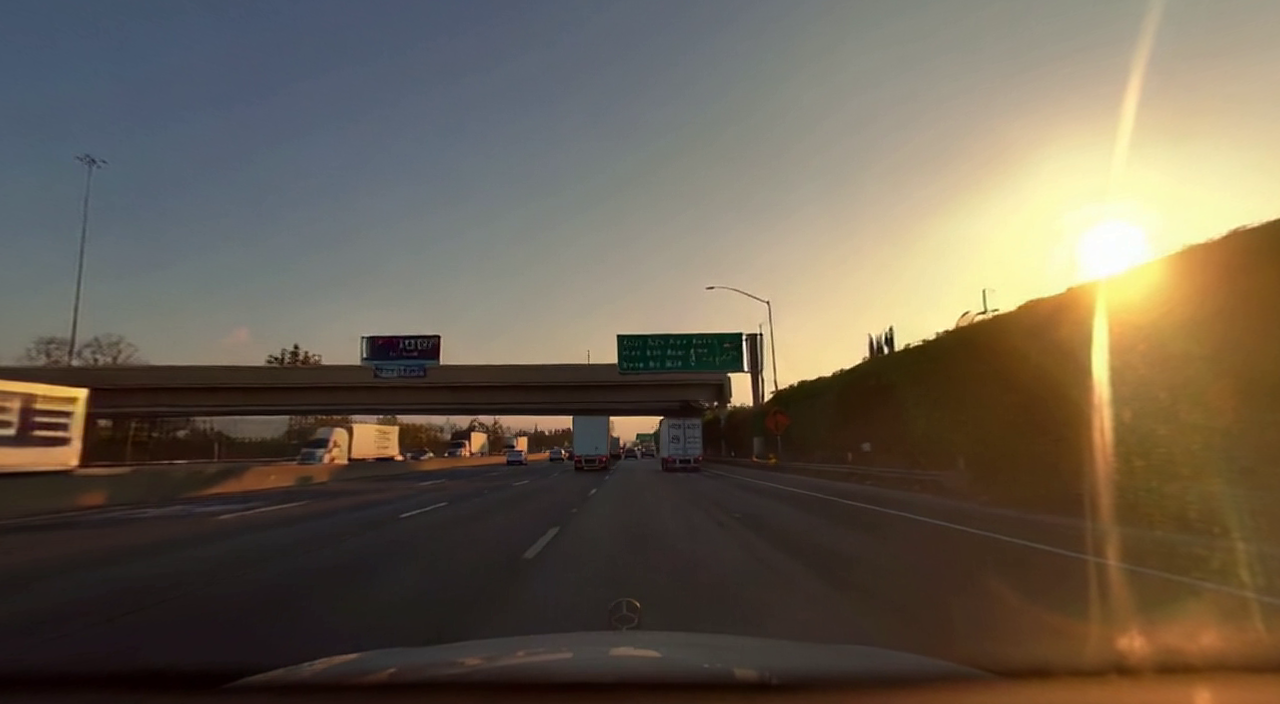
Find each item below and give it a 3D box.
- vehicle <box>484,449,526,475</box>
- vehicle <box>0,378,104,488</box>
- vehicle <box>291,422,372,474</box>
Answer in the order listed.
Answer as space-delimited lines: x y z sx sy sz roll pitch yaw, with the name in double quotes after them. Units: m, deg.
-9.175 7.489 43.439 2.132 1.679 4.045 0 -9 -2 "vehicle"
-23.375 2.406 19.318 2.759 3.747 13.134 0 -9 -1 "vehicle"
-23.425 7.332 48.427 3.021 3.620 6.267 0 -9 -1 "vehicle"
